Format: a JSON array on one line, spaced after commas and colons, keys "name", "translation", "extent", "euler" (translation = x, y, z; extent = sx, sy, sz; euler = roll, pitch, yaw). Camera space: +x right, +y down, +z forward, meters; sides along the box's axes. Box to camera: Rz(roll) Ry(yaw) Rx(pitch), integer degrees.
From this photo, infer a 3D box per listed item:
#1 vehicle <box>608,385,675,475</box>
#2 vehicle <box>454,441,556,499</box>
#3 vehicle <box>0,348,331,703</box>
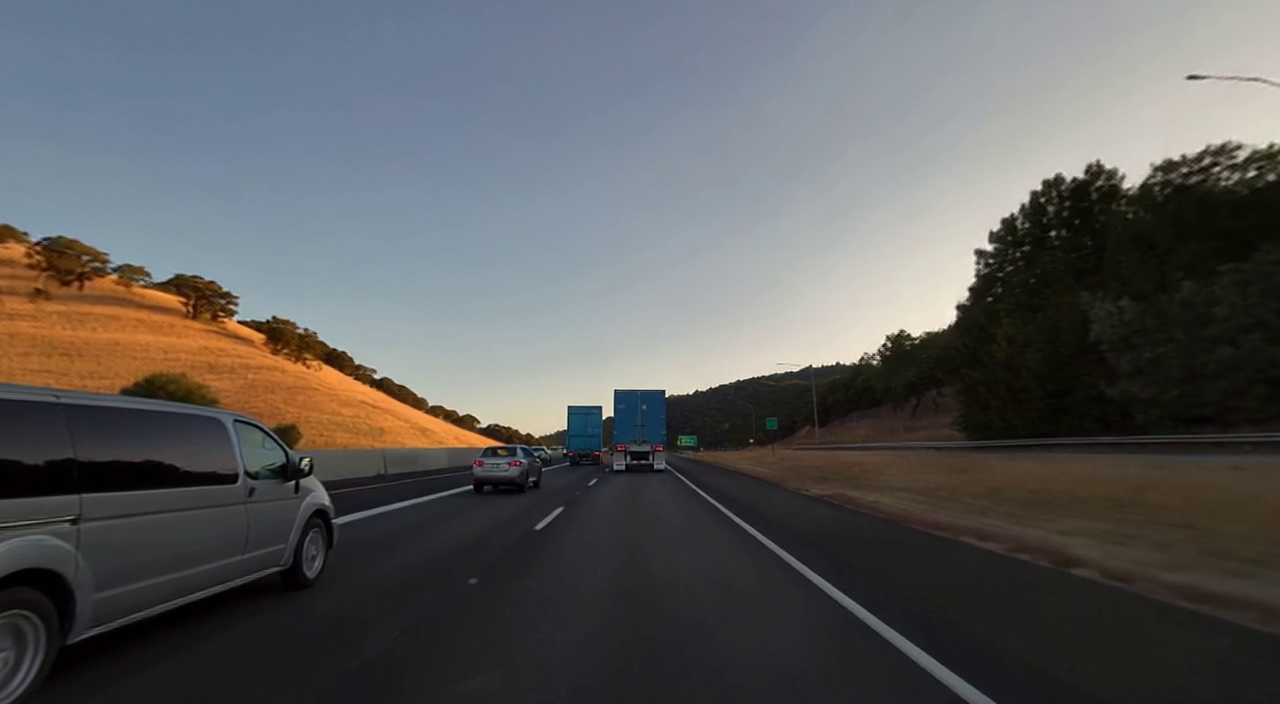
[{"name": "vehicle", "translation": [0.186, 4.225, 33.412], "extent": [2.913, 3.988, 10.874], "euler": [0, -8, 1]}, {"name": "vehicle", "translation": [-3.703, 3.301, 18.118], "extent": [1.950, 1.446, 4.224], "euler": [0, -8, 1]}, {"name": "vehicle", "translation": [-4.102, 0.969, 3.606], "extent": [2.136, 1.779, 4.875], "euler": [0, -8, 1]}]
